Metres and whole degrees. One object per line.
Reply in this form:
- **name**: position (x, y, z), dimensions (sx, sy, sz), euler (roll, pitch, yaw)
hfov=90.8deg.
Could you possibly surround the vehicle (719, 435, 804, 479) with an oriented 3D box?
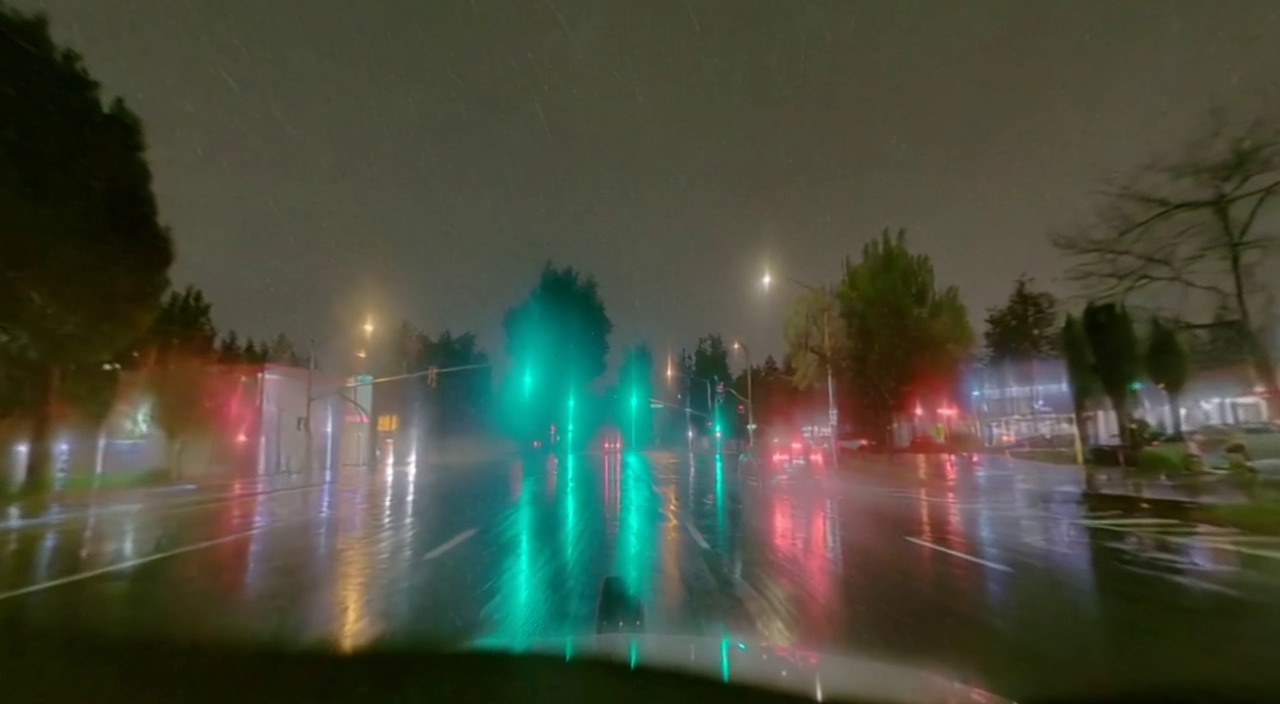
- **vehicle**: position (4.462, 3.916, 23.926), dimensions (2.024, 1.475, 4.600), euler (0, -8, -4)

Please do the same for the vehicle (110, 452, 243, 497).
- **vehicle**: position (-17.670, 4.647, 24.397), dimensions (1.931, 1.480, 4.396), euler (0, -8, -3)
